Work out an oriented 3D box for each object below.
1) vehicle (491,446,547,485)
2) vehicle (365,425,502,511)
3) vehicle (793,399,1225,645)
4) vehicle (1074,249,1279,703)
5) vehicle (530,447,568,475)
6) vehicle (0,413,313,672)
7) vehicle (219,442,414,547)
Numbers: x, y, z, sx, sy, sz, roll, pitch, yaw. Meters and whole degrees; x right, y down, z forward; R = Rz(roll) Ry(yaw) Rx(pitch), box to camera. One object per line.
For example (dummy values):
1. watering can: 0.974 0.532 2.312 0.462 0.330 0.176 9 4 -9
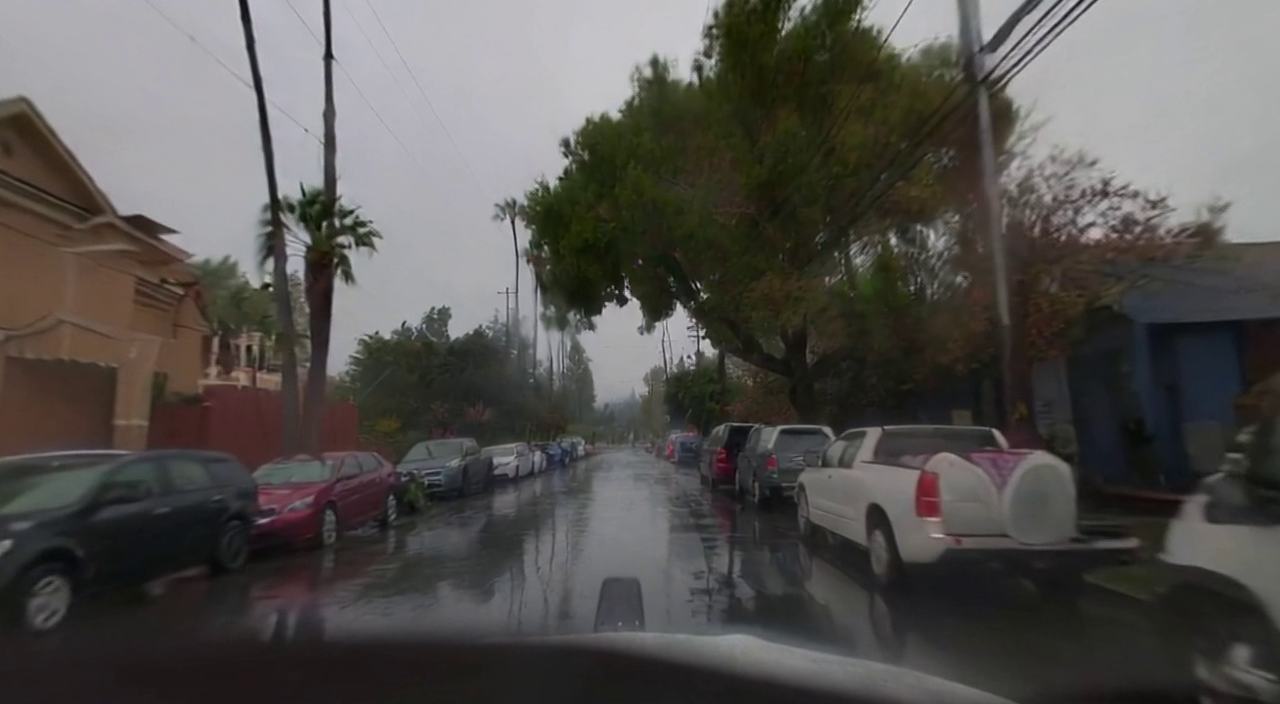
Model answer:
1. vehicle: -6.475 6.072 34.176 2.131 1.777 4.783 -3 -8 -1
2. vehicle: -6.137 3.526 19.729 2.281 2.248 5.873 0 -8 0
3. vehicle: 3.026 1.450 6.357 1.880 1.675 3.928 0 -8 -1
4. vehicle: 3.083 0.439 0.400 2.182 1.964 4.796 0 -8 1
5. vehicle: -6.450 7.742 45.206 2.112 1.847 5.089 0 -8 -1
6. vehicle: -6.120 1.787 7.116 2.349 1.952 4.848 0 -8 -2
7. vehicle: -6.444 2.811 13.214 1.909 1.806 4.275 0 -8 -2
